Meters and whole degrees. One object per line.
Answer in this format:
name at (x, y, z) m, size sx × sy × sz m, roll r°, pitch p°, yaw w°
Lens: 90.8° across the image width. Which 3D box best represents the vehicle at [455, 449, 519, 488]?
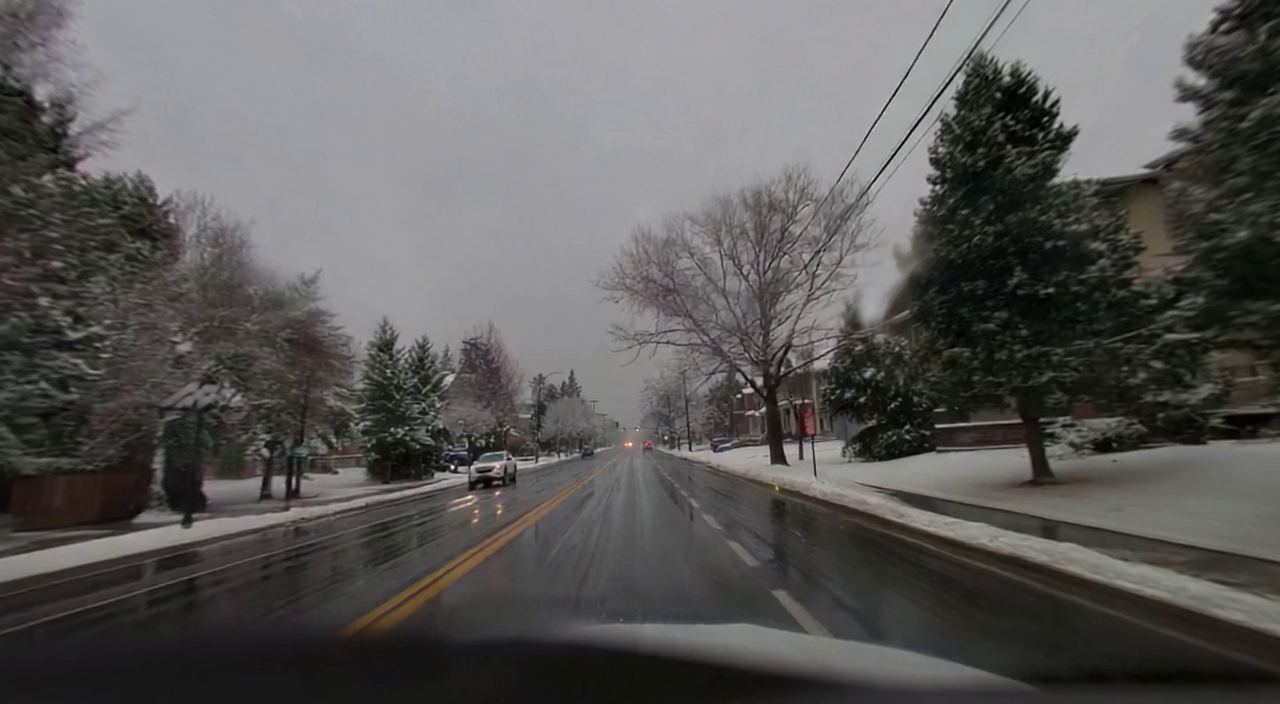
vehicle at (-7.362, 5.620, 30.822) m, size 2.010 × 1.553 × 4.312 m, roll -4°, pitch -9°, yaw 0°
